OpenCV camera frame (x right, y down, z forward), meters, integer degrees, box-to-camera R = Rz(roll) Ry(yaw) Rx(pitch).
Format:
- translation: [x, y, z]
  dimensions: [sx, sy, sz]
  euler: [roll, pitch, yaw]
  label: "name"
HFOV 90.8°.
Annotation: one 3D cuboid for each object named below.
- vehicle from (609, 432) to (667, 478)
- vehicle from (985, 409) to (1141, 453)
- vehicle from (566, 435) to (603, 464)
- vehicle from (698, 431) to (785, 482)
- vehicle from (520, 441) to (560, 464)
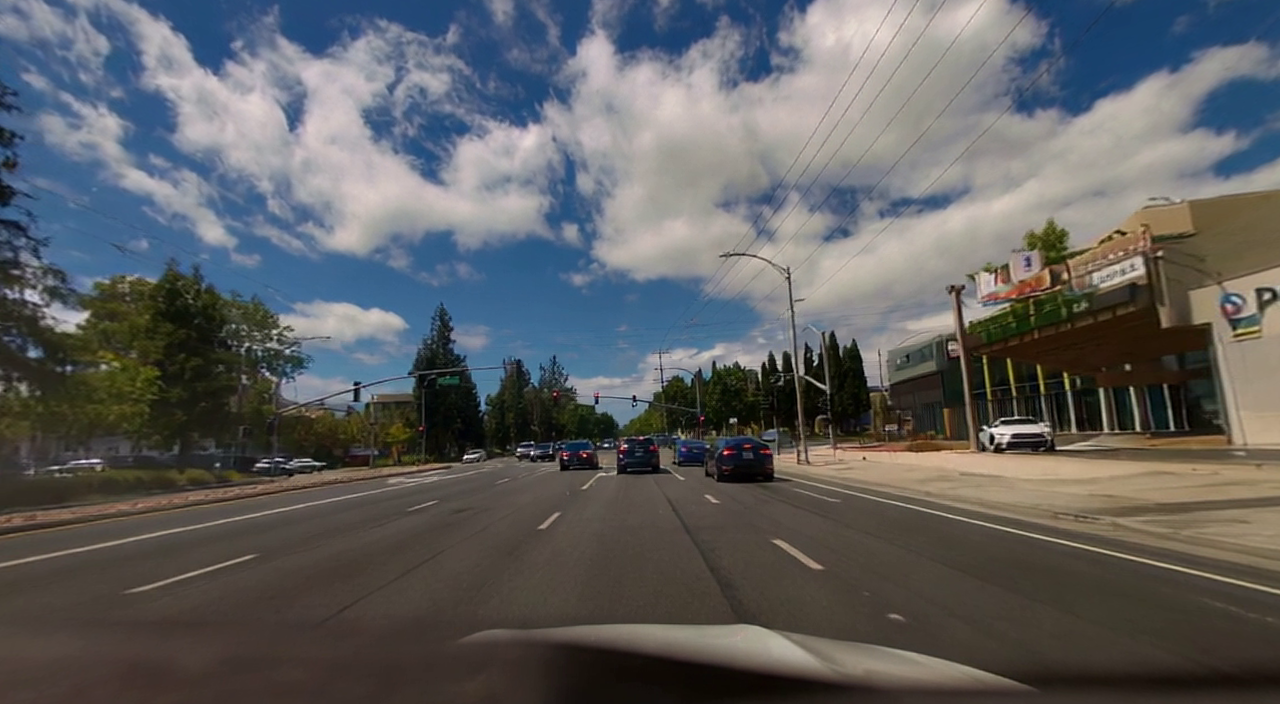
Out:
- translation: [-0.153, 4.137, 25.599]
  dimensions: [2.146, 1.685, 4.003]
  euler: [0, -9, -2]
  label: "vehicle"
- translation: [15.627, 2.978, 23.572]
  dimensions: [4.344, 1.512, 1.936]
  euler: [-1, -9, 5]
  label: "vehicle"
- translation: [-3.623, 6.467, 42.007]
  dimensions: [2.106, 1.778, 4.444]
  euler: [0, -9, 0]
  label: "vehicle"
- translation: [3.524, 3.748, 22.927]
  dimensions: [2.198, 1.660, 4.512]
  euler: [0, -9, -3]
  label: "vehicle"
- translation: [-6.686, 6.771, 42.673]
  dimensions: [1.954, 1.473, 4.350]
  euler: [0, -9, 1]
  label: "vehicle"
